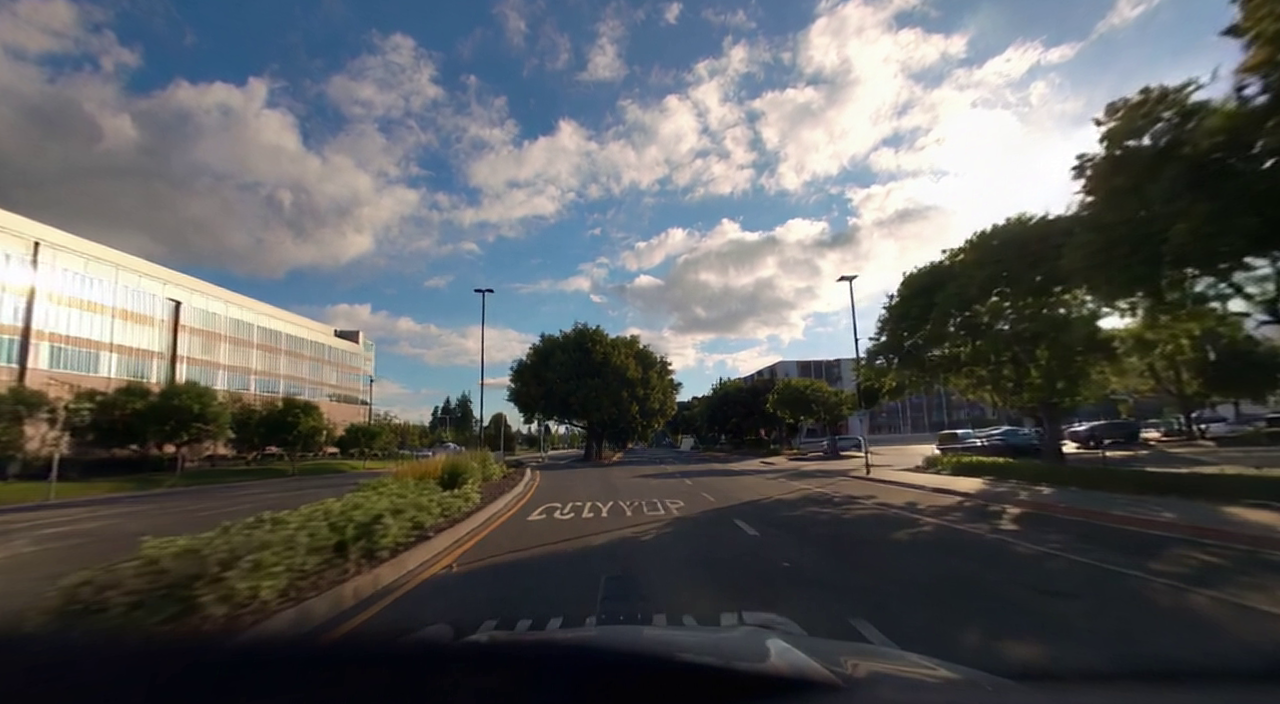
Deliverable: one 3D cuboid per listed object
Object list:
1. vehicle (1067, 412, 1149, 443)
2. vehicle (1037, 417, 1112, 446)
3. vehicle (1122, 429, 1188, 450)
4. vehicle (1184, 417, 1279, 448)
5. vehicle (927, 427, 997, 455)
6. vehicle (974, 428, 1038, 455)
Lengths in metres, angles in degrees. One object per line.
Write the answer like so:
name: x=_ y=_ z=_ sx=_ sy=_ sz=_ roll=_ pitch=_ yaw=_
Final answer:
vehicle: x=33.498 y=5.489 z=45.390 sx=1.914 sy=1.913 sz=4.628 roll=-6 pitch=-8 yaw=-4
vehicle: x=31.217 y=5.789 z=45.582 sx=2.007 sy=1.782 sz=4.355 roll=-3 pitch=-9 yaw=-5
vehicle: x=36.465 y=6.221 z=44.850 sx=1.578 sy=1.401 sz=3.547 roll=-2 pitch=-8 yaw=-2
vehicle: x=42.238 y=5.699 z=44.525 sx=2.191 sy=2.019 sz=6.051 roll=0 pitch=-8 yaw=-2
vehicle: x=22.847 y=6.333 z=45.111 sx=2.133 sy=1.853 sz=5.009 roll=1 pitch=-8 yaw=-3
vehicle: x=25.768 y=6.304 z=44.653 sx=1.874 sy=1.808 sz=4.159 roll=1 pitch=-8 yaw=-3
